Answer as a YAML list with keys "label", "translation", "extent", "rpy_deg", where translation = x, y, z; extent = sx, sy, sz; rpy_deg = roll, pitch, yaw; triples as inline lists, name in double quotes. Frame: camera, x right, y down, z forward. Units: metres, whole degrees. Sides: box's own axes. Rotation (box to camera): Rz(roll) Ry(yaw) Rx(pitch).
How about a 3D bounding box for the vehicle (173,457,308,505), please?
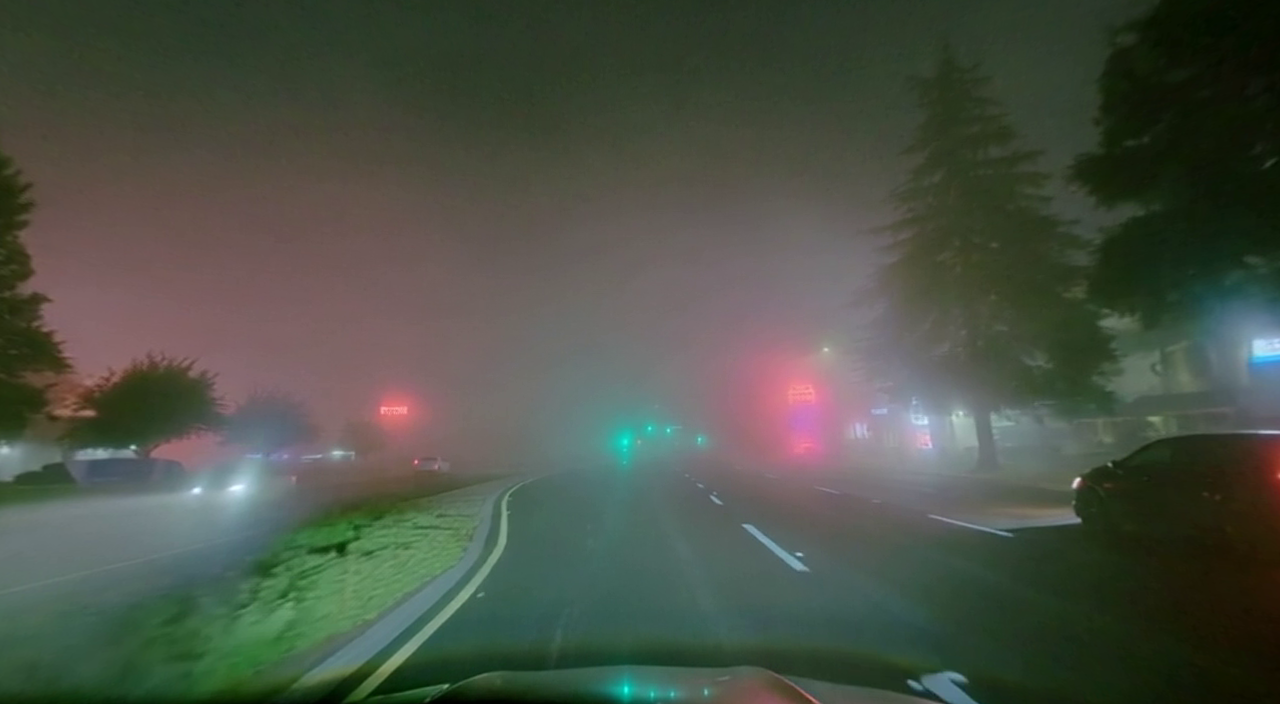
- label: "vehicle"
  translation: [-14.668, 4.734, 23.581]
  extent: [2.001, 1.485, 4.469]
  rpy_deg: [-1, -8, 2]

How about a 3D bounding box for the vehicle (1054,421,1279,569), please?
- label: "vehicle"
  translation: [7.370, 1.605, 7.553]
  extent: [1.936, 1.460, 4.258]
  rpy_deg: [-1, -8, 0]

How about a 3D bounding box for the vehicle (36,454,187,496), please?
- label: "vehicle"
  translation: [-27.333, 6.367, 33.029]
  extent: [5.702, 1.985, 2.175]
  rpy_deg: [7, -12, -34]
